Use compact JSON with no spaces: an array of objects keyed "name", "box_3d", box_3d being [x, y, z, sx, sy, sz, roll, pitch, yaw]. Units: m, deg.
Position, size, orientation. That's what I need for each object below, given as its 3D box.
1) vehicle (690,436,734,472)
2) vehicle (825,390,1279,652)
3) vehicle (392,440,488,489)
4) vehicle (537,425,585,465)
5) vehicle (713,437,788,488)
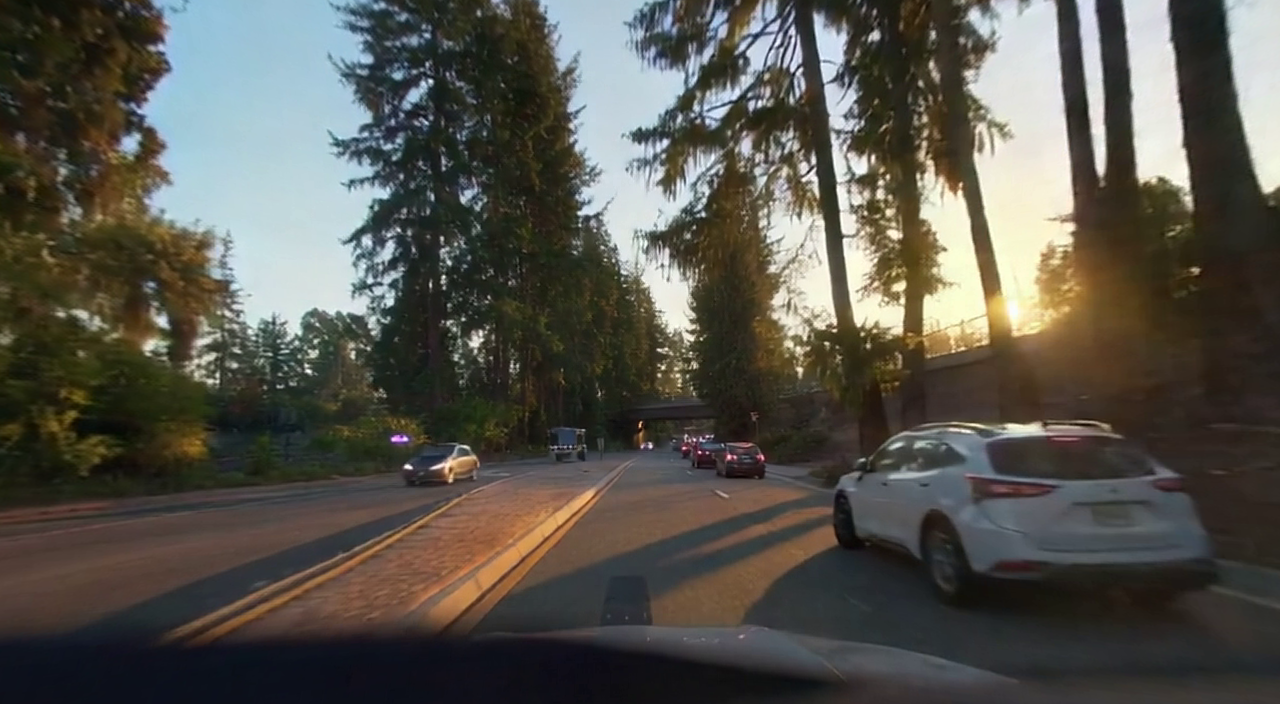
[{"name":"vehicle","box_3d":[4.014,5.792,35.849,1.985,1.895,4.496,-1,-9,1]},{"name":"vehicle","box_3d":[3.450,1.437,6.343,1.868,1.694,4.184,-1,-9,0]},{"name":"vehicle","box_3d":[-6.793,3.849,21.841,1.846,1.498,3.886,-2,-9,4]},{"name":"vehicle","box_3d":[-5.429,6.539,44.162,2.273,2.556,5.337,-2,-9,4]},{"name":"vehicle","box_3d":[4.003,4.076,23.593,1.972,1.682,4.397,-1,-9,0]}]
